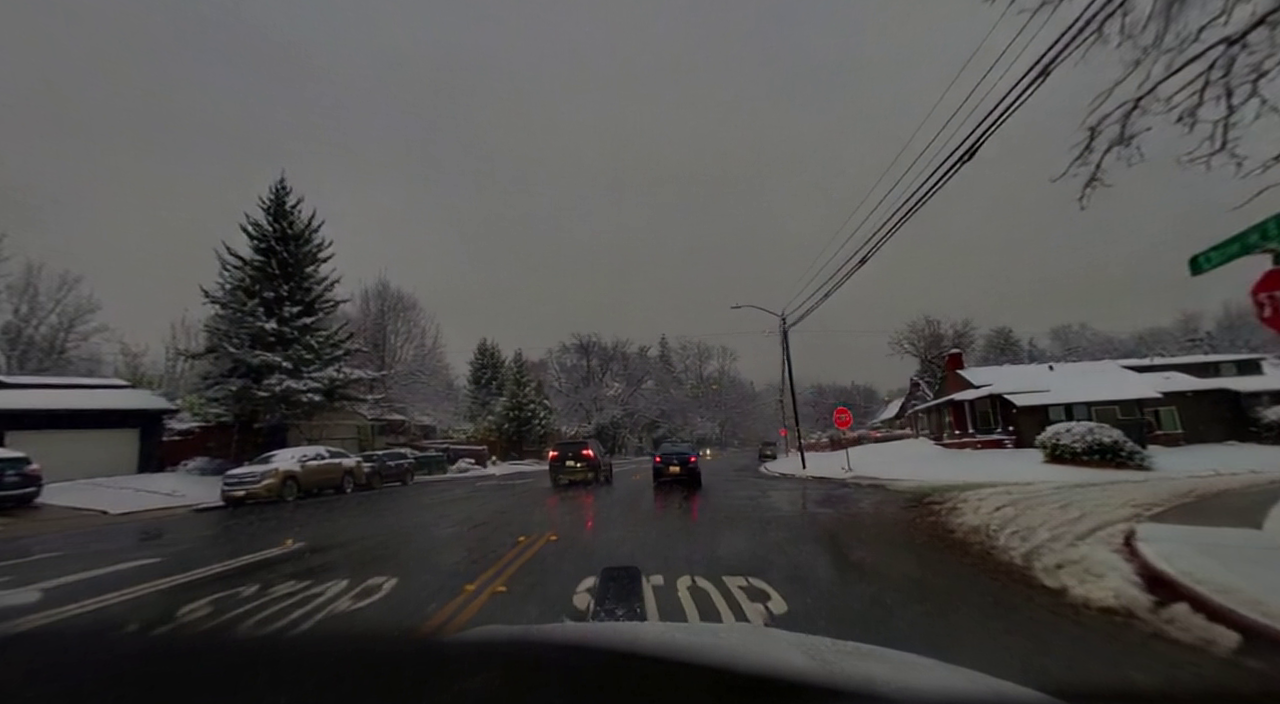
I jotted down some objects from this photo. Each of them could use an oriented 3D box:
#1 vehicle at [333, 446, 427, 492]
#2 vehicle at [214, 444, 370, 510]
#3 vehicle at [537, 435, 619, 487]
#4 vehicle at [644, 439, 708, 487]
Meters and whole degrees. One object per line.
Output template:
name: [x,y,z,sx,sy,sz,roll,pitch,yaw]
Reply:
vehicle: [-11.927,5.429,29.325,2.076,1.864,4.730,-3,-10,5]
vehicle: [-12.712,4.560,23.664,2.191,1.980,5.888,-4,-8,5]
vehicle: [-2.127,3.935,23.002,2.178,1.695,4.339,-1,-9,6]
vehicle: [1.280,3.722,21.379,1.955,1.459,4.383,-1,-9,5]
